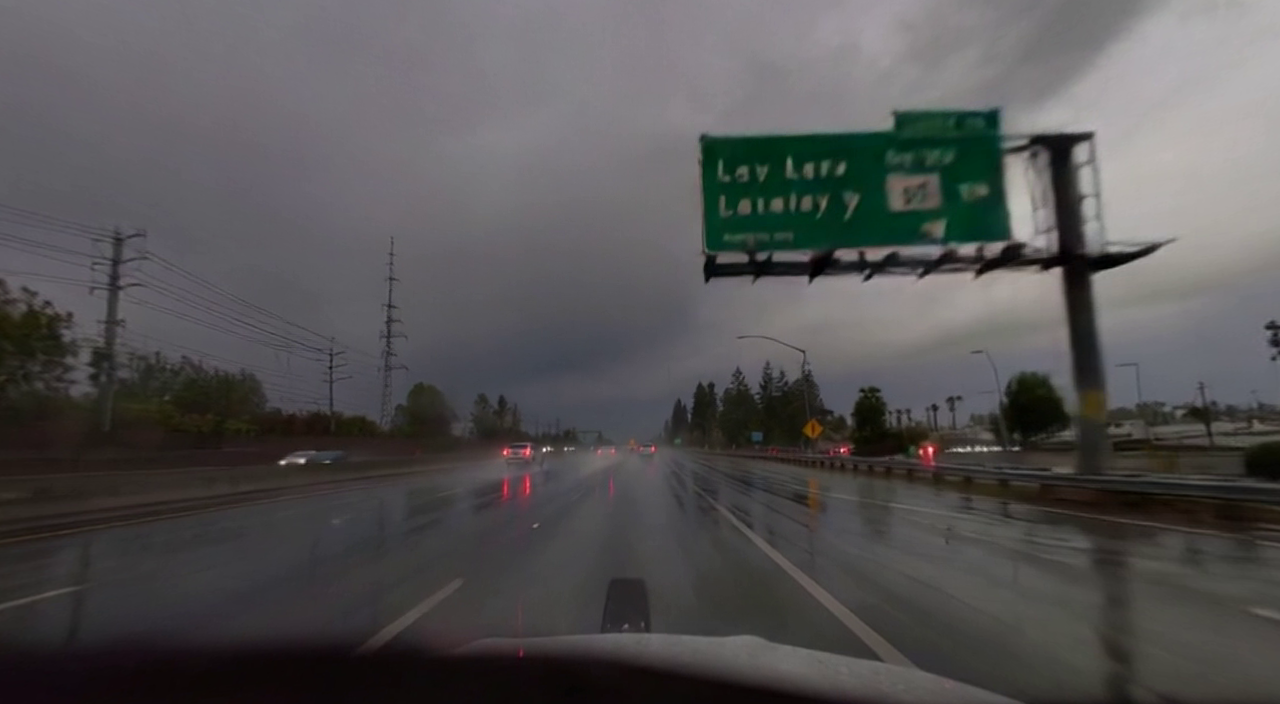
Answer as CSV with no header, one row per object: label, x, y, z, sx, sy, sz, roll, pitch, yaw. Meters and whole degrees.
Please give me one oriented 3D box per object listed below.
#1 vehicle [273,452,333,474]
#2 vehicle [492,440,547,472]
vehicle,-25.010,8.213,46.934,1.858,1.522,4.542,0,-9,1
vehicle,-6.875,5.992,36.521,2.118,1.696,4.836,0,-9,2
